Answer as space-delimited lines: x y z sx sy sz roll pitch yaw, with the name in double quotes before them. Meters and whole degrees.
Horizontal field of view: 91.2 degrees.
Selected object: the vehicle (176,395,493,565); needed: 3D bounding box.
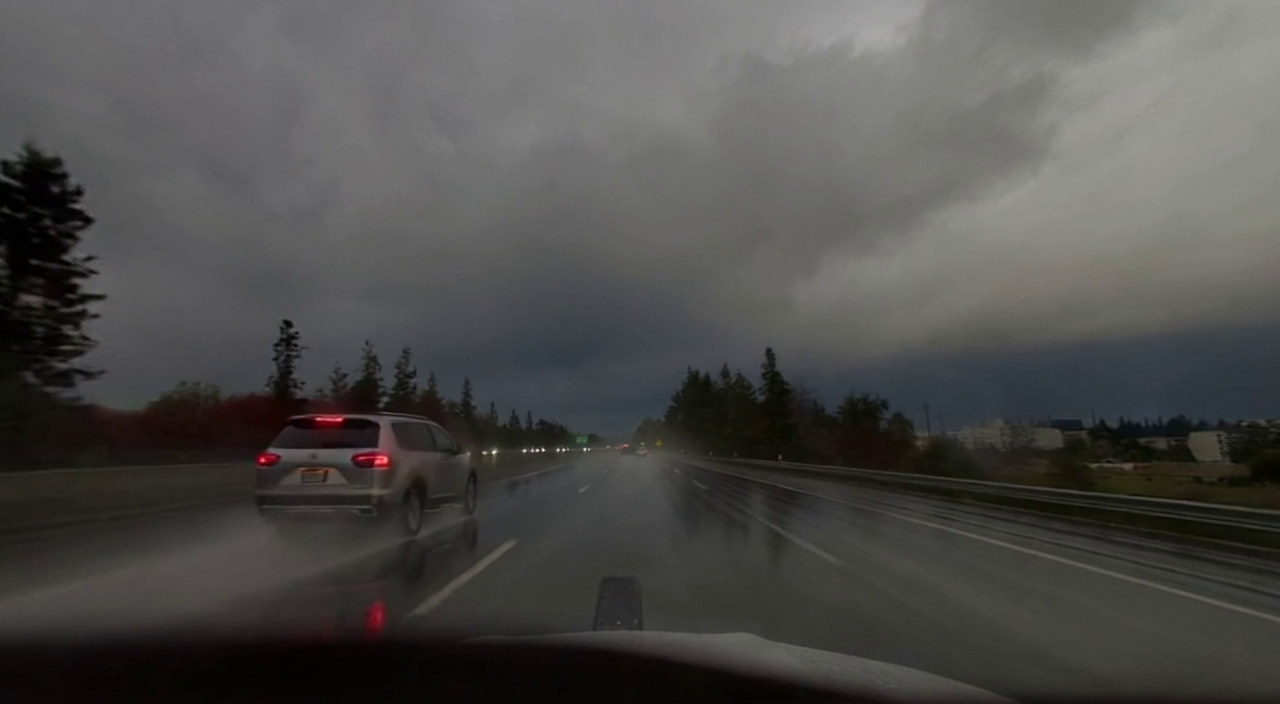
"vehicle" -3.793 1.720 9.011 2.292 1.802 4.481 0 -9 0
